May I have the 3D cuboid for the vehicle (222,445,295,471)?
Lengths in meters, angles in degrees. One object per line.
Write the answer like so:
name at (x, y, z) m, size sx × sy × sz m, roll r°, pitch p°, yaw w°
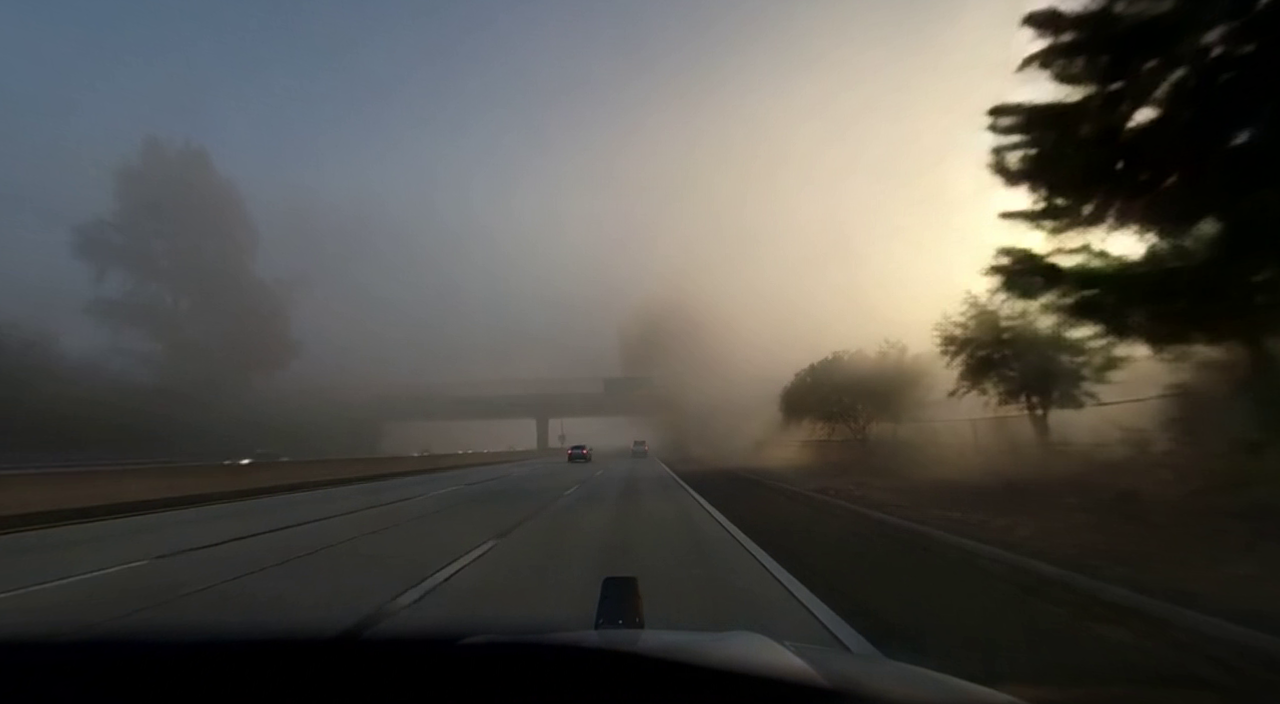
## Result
vehicle at (-28.347, 7.855, 46.995) m, size 2.055 × 1.796 × 5.247 m, roll 0°, pitch -9°, yaw 1°

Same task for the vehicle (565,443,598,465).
vehicle at (-4.245, 7.505, 46.458) m, size 1.916 × 1.545 × 4.757 m, roll 0°, pitch -9°, yaw 0°
